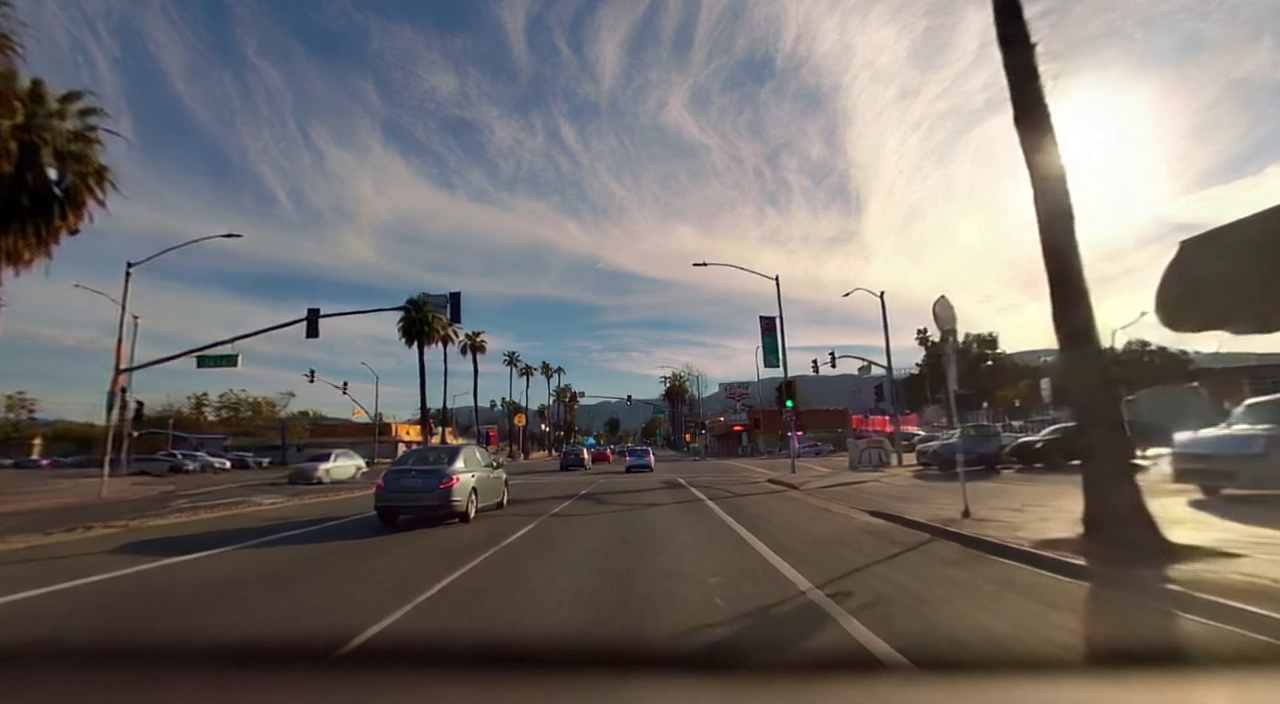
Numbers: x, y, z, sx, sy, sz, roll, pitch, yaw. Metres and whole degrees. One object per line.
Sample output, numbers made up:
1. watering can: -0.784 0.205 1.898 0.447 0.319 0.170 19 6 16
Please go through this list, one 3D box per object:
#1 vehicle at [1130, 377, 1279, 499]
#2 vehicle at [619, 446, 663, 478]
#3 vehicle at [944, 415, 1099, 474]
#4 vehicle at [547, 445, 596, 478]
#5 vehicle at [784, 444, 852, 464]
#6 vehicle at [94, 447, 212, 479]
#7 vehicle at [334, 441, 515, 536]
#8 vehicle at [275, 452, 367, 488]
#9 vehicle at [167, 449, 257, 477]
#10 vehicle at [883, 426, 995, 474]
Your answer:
1. vehicle: 11.023 1.326 10.023 2.111 1.875 5.301 -3 -9 1
2. vehicle: 0.087 5.668 32.581 2.094 1.496 4.070 0 -8 1
3. vehicle: 13.753 3.436 23.261 2.345 1.886 5.809 -1 -8 3
4. vehicle: -3.543 5.726 33.179 1.979 1.634 3.957 -1 -8 2
5. vehicle: 13.472 7.732 47.697 4.532 1.504 2.087 0 -8 1
6. vehicle: -31.027 7.100 40.149 5.616 1.927 2.324 -1 -8 2
7. vehicle: -3.955 2.550 12.466 1.904 1.513 4.410 -1 -8 2
8. vehicle: -15.040 5.557 29.930 1.930 1.476 4.543 0 -8 1
9. vehicle: -29.565 7.674 43.478 4.640 1.809 2.118 -1 -8 2
10. vehicle: 11.065 3.679 23.636 1.982 1.623 4.211 0 -8 -2
